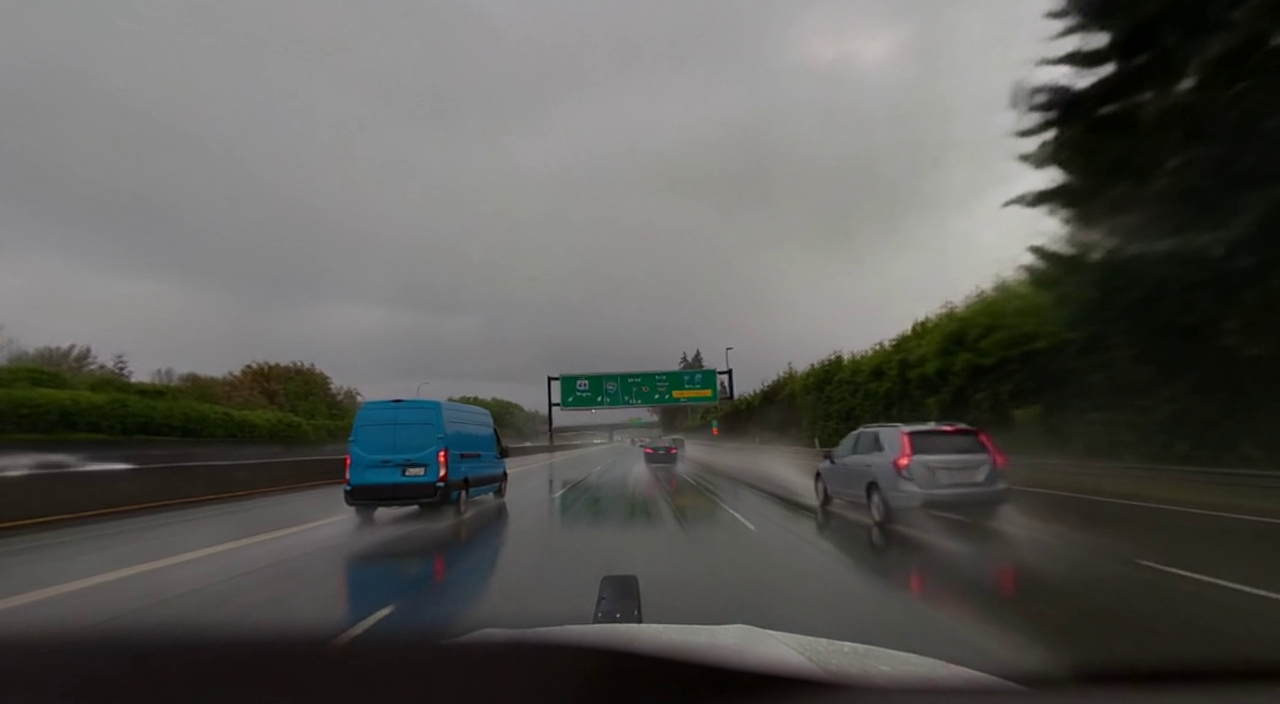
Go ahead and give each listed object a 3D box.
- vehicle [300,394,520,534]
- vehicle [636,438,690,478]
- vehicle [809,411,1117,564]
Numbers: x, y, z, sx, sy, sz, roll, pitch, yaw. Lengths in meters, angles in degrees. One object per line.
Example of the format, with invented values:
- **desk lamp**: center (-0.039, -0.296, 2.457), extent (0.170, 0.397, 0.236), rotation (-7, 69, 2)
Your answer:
- **vehicle**: center (-3.886, 1.995, 11.933), extent (2.275, 2.053, 5.082), rotation (0, -8, -1)
- **vehicle**: center (0.849, 4.222, 25.421), extent (2.020, 1.464, 3.803), rotation (0, -8, 0)
- **vehicle**: center (4.113, 1.767, 9.135), extent (1.996, 1.638, 4.496), rotation (0, -8, -1)
